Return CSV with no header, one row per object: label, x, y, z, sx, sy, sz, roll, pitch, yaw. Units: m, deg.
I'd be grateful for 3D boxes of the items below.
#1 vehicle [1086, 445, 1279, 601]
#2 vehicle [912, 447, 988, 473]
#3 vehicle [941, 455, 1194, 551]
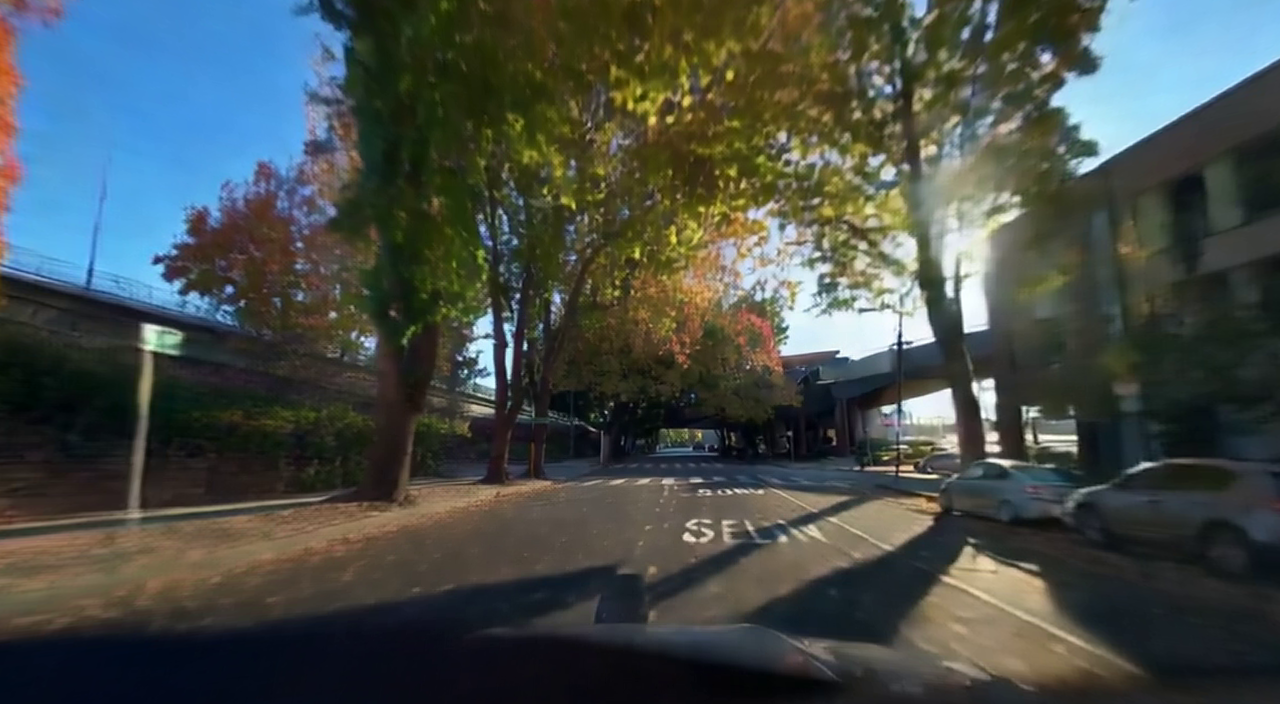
vehicle,7.929,1.982,7.655,1.954,1.657,4.522,0,-9,5
vehicle,21.798,7.580,44.407,2.066,1.654,4.269,6,-10,-35
vehicle,8.358,2.946,13.045,2.067,1.498,4.771,0,-9,3
